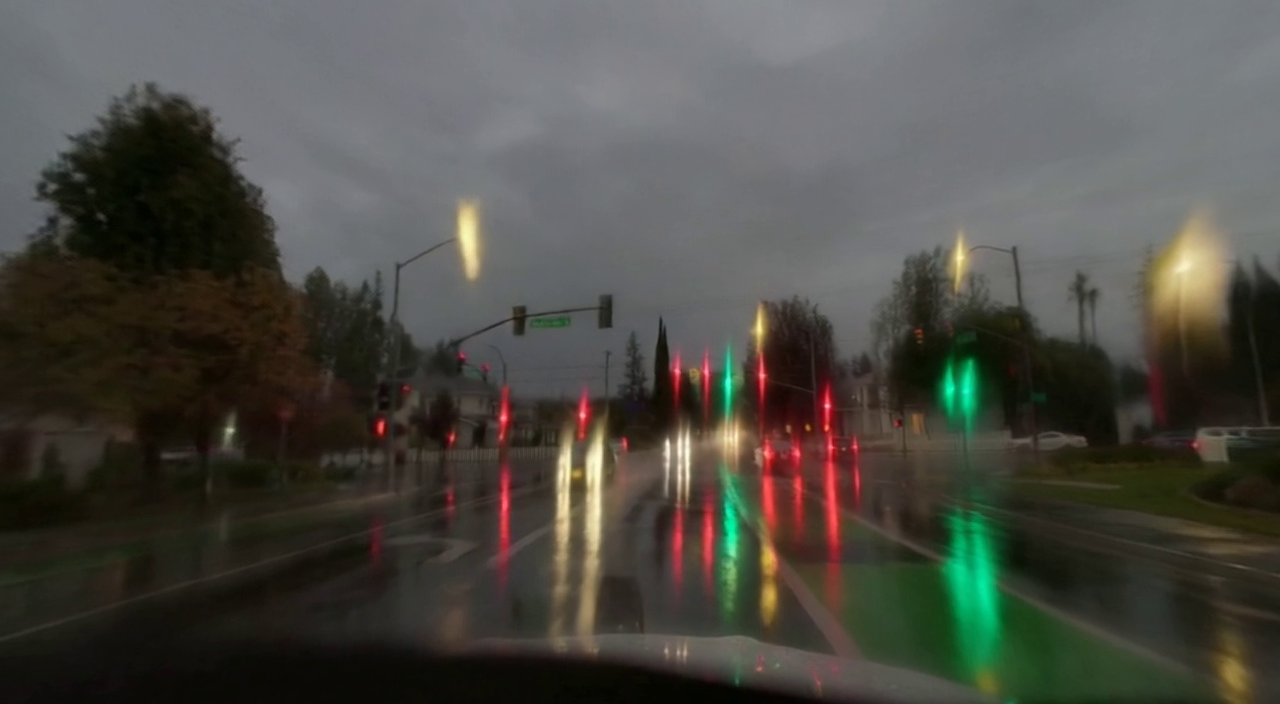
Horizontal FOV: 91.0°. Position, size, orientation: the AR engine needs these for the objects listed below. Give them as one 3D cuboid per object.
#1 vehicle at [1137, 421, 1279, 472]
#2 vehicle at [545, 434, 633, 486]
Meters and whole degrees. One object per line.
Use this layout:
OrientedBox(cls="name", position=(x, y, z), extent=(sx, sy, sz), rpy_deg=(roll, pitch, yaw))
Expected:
OrientedBox(cls="vehicle", position=(19.827, 3.189, 21.590), extent=(1.937, 1.474, 5.114), rpy_deg=(-3, -8, 8))
OrientedBox(cls="vehicle", position=(-1.508, 3.493, 20.746), extent=(1.904, 1.489, 4.746), rpy_deg=(-1, -8, 8))
